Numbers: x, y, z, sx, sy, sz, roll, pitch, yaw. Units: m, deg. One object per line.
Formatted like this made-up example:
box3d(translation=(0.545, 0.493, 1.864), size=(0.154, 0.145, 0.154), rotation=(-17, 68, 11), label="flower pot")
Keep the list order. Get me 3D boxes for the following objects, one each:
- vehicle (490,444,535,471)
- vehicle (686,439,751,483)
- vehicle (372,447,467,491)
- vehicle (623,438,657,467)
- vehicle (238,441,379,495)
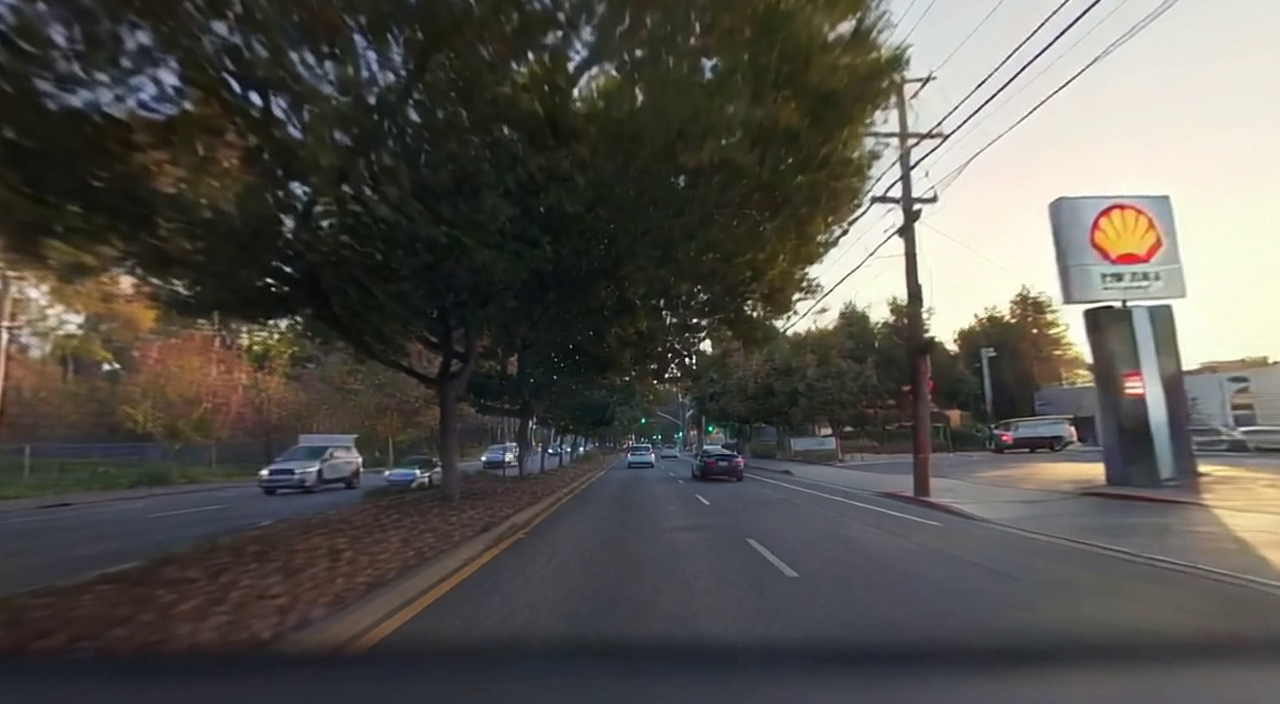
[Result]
box3d(translation=(-8.584, 7.167, 43.053), size=(2.089, 1.693, 4.546), rotation=(-1, -8, 1), label="vehicle")
box3d(translation=(3.103, 4.394, 25.751), size=(1.990, 1.592, 4.294), rotation=(0, -8, -1), label="vehicle")
box3d(translation=(-8.360, 4.436, 24.475), size=(2.180, 1.484, 4.612), rotation=(0, -8, -2), label="vehicle")
box3d(translation=(-0.041, 6.771, 42.714), size=(2.163, 1.825, 4.073), rotation=(0, -8, -1), label="vehicle")
box3d(translation=(-12.802, 4.497, 25.020), size=(2.415, 1.828, 5.778), rotation=(-1, -8, 0), label="vehicle")
